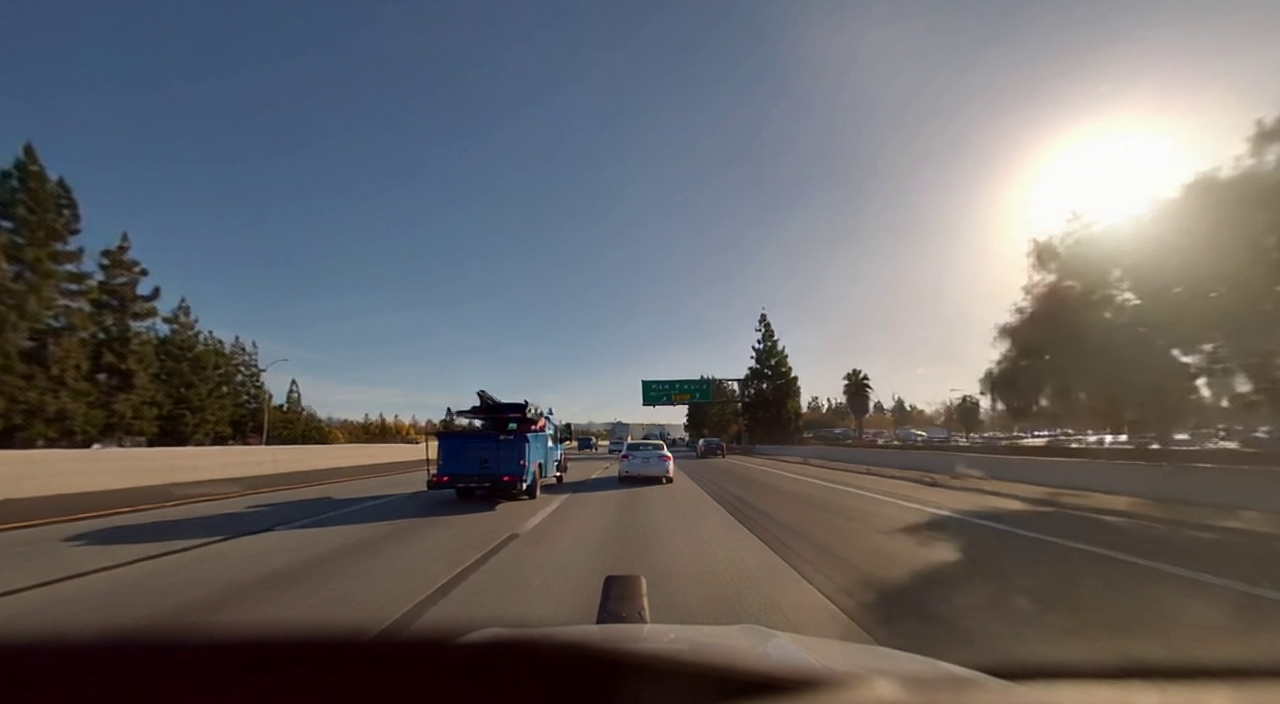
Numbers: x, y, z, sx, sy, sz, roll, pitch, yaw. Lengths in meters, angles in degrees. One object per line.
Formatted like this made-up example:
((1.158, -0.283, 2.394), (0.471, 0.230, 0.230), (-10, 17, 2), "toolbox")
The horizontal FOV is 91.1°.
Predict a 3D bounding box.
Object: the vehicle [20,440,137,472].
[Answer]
((-28.100, 5.193, 31.637), (1.868, 1.492, 4.301), (0, -8, 1), "vehicle")

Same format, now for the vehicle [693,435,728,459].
((5.175, 7.054, 46.750), (2.079, 1.656, 4.506), (0, -8, 0), "vehicle")

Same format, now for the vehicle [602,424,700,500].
((0.256, 2.768, 16.177), (2.165, 1.653, 4.456), (0, -8, 0), "vehicle")

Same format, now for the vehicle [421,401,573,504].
((-3.305, 2.516, 16.024), (2.526, 2.146, 5.594), (0, -8, 0), "vehicle")
